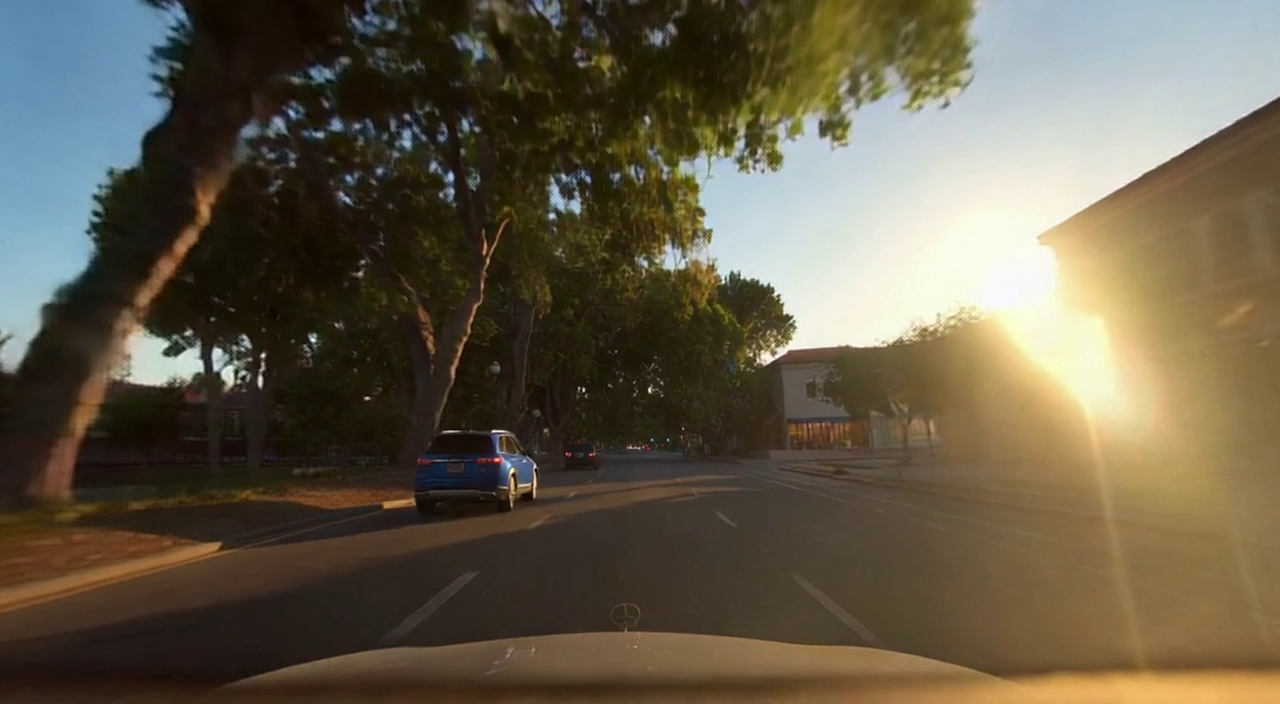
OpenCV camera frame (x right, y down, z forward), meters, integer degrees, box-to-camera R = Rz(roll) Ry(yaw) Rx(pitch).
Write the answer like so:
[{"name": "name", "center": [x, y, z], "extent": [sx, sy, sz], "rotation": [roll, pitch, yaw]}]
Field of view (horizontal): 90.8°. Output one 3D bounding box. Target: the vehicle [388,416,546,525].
[{"name": "vehicle", "center": [-3.267, 2.345, 12.986], "extent": [2.042, 1.817, 4.364], "rotation": [0, -9, -1]}]

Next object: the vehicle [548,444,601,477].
[{"name": "vehicle", "center": [-3.045, 5.179, 30.466], "extent": [2.069, 1.470, 4.601], "rotation": [0, -9, 0]}]

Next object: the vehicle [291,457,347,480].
[{"name": "vehicle", "center": [-22.917, 8.305, 45.272], "extent": [1.906, 1.494, 3.966], "rotation": [0, -9, 0]}]
